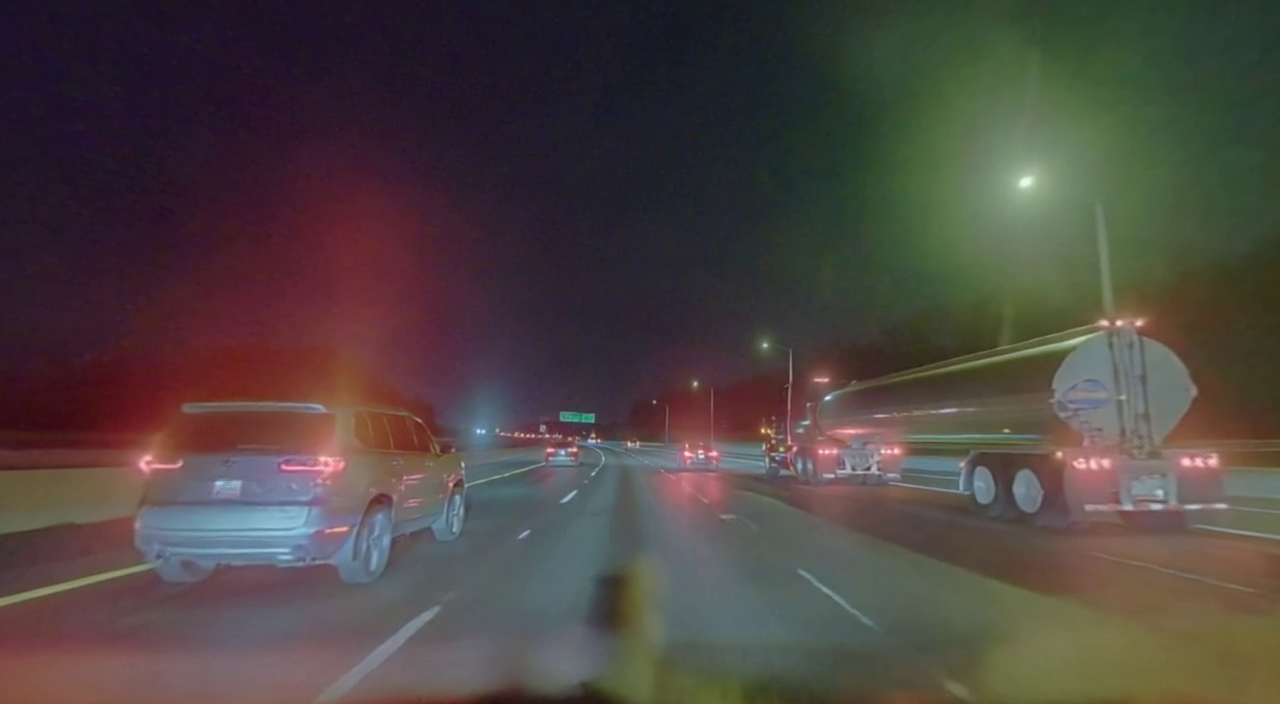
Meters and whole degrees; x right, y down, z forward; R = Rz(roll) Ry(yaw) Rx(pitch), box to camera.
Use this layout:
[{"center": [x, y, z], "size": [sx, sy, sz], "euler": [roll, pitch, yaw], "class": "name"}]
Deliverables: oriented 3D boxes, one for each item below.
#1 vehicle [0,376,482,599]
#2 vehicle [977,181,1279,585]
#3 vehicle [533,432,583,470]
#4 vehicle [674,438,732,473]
[{"center": [-4.138, 1.548, 8.194], "size": [2.684, 1.839, 5.803], "euler": [0, -8, 0], "class": "vehicle"}, {"center": [7.490, 0.257, 5.509], "size": [3.554, 3.573, 10.307], "euler": [0, -8, 1], "class": "vehicle"}, {"center": [-4.176, 5.131, 32.853], "size": [2.149, 1.843, 4.348], "euler": [0, -8, -2], "class": "vehicle"}, {"center": [2.900, 4.895, 29.994], "size": [2.053, 1.510, 4.400], "euler": [0, -8, -3], "class": "vehicle"}]
